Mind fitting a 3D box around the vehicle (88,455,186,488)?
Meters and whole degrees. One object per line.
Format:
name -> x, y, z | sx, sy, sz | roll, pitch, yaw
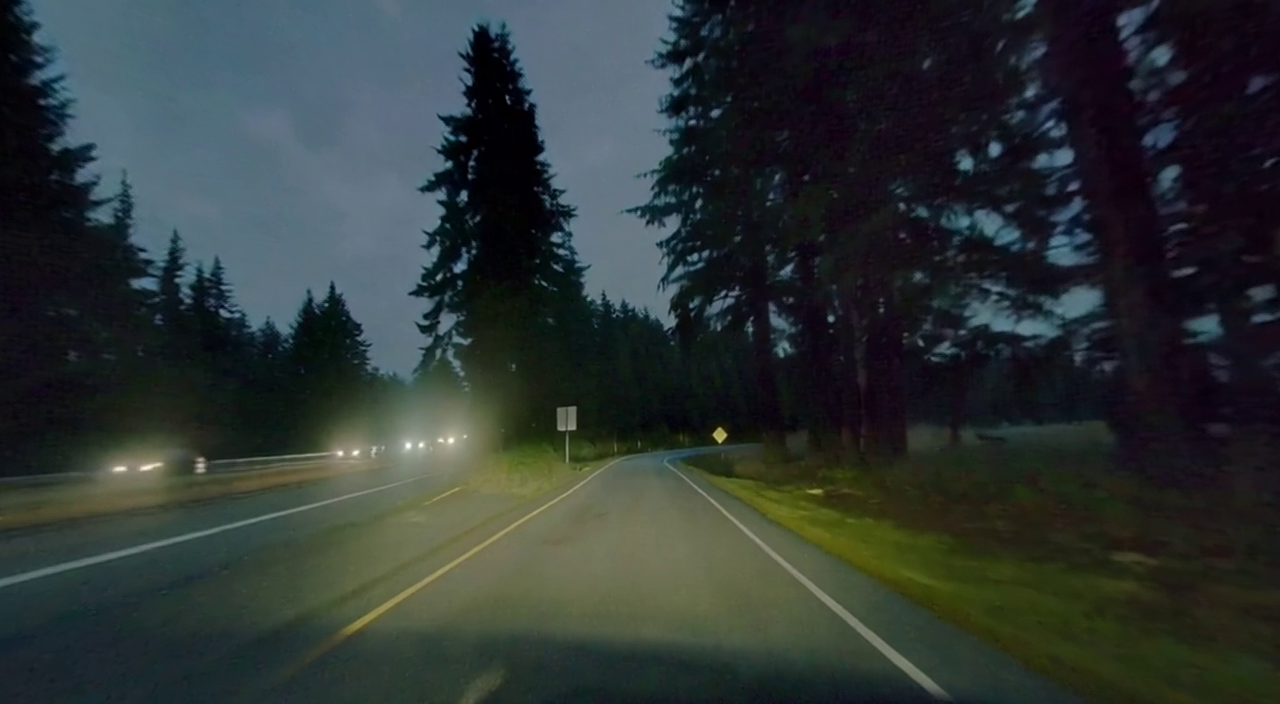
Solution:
vehicle -> -25.177, 5.951, 31.803 | 1.985, 1.505, 3.701 | 1, -9, -5
